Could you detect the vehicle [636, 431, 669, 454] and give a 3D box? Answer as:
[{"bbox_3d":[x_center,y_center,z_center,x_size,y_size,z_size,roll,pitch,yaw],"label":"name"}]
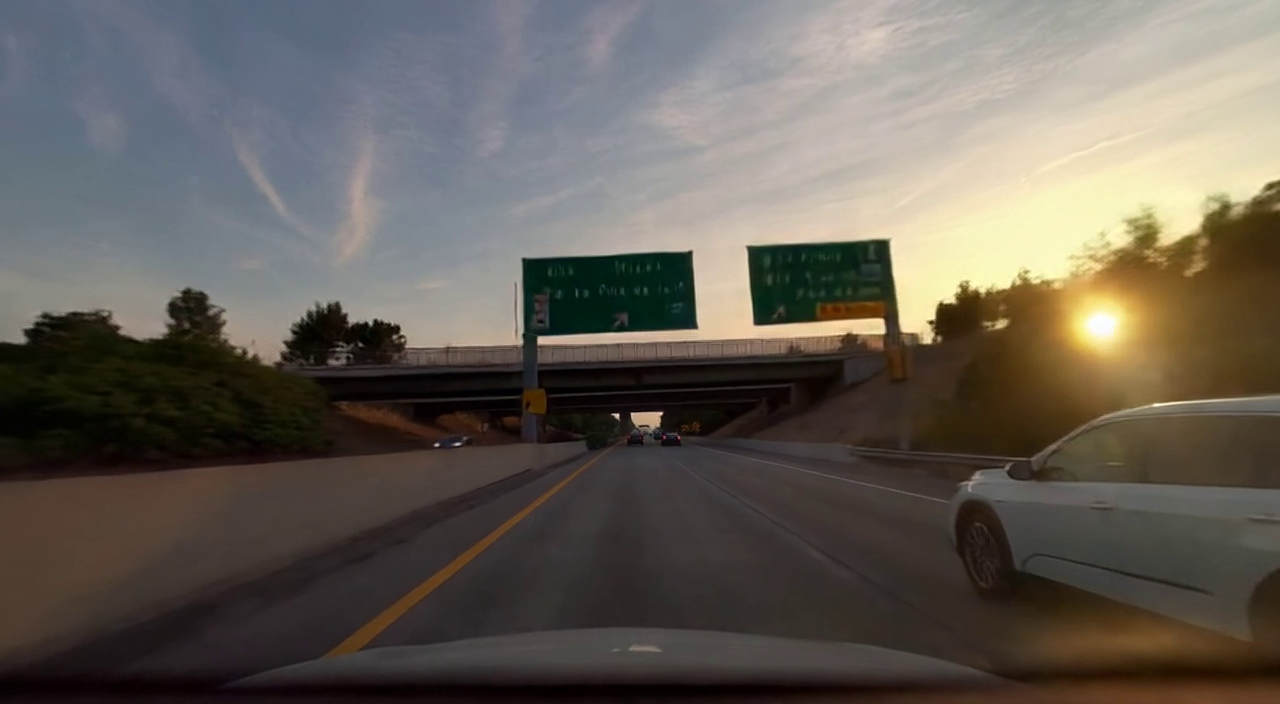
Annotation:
[{"bbox_3d":[0.810,6.045,42.167,1.981,1.490,3.449,0,-8,-3],"label":"vehicle"}]
